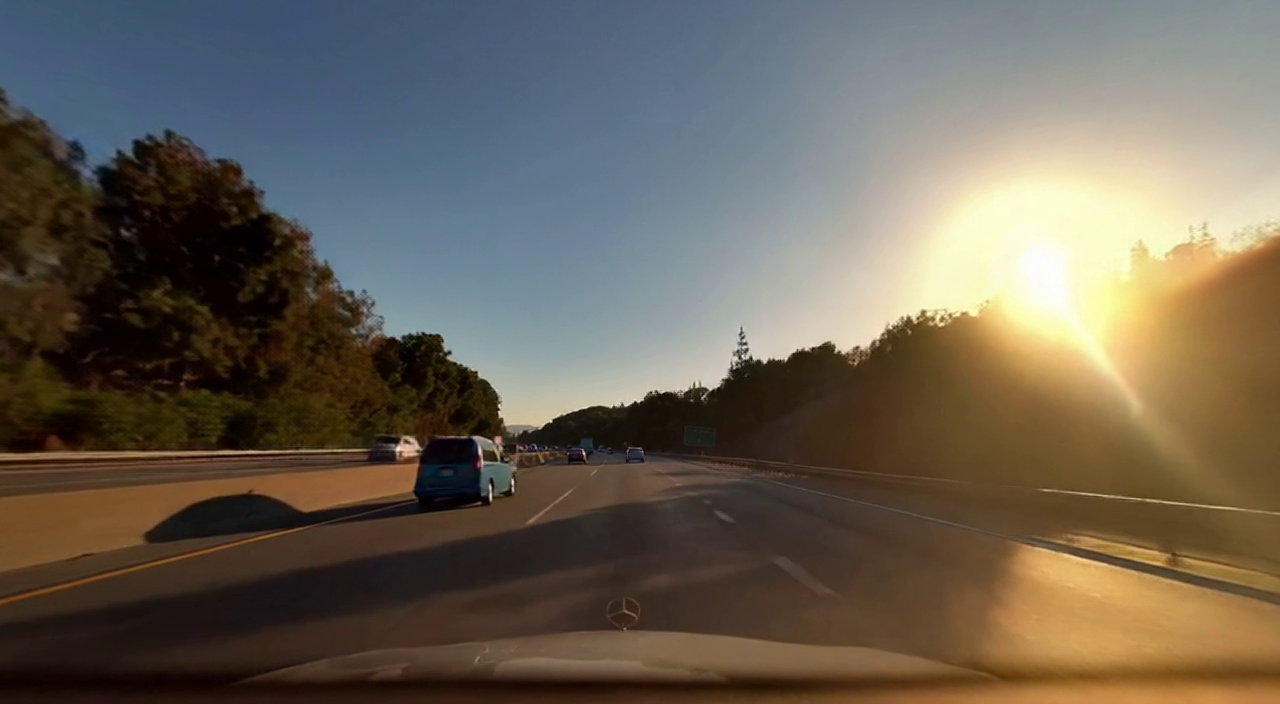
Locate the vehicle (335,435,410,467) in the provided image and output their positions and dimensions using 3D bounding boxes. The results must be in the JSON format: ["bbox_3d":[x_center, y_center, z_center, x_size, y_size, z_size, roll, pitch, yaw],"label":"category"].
[{"bbox_3d":[-13.434,5.005,32.013,1.864,1.484,4.679,0,-9,-1],"label":"vehicle"}]

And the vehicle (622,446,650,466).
[{"bbox_3d":[-0.358,8.043,49.077,2.008,1.499,3.192,0,-9,-3],"label":"vehicle"}]

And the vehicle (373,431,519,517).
[{"bbox_3d":[-4.248,2.726,14.611,2.088,1.675,4.108,0,-9,-1],"label":"vehicle"}]
